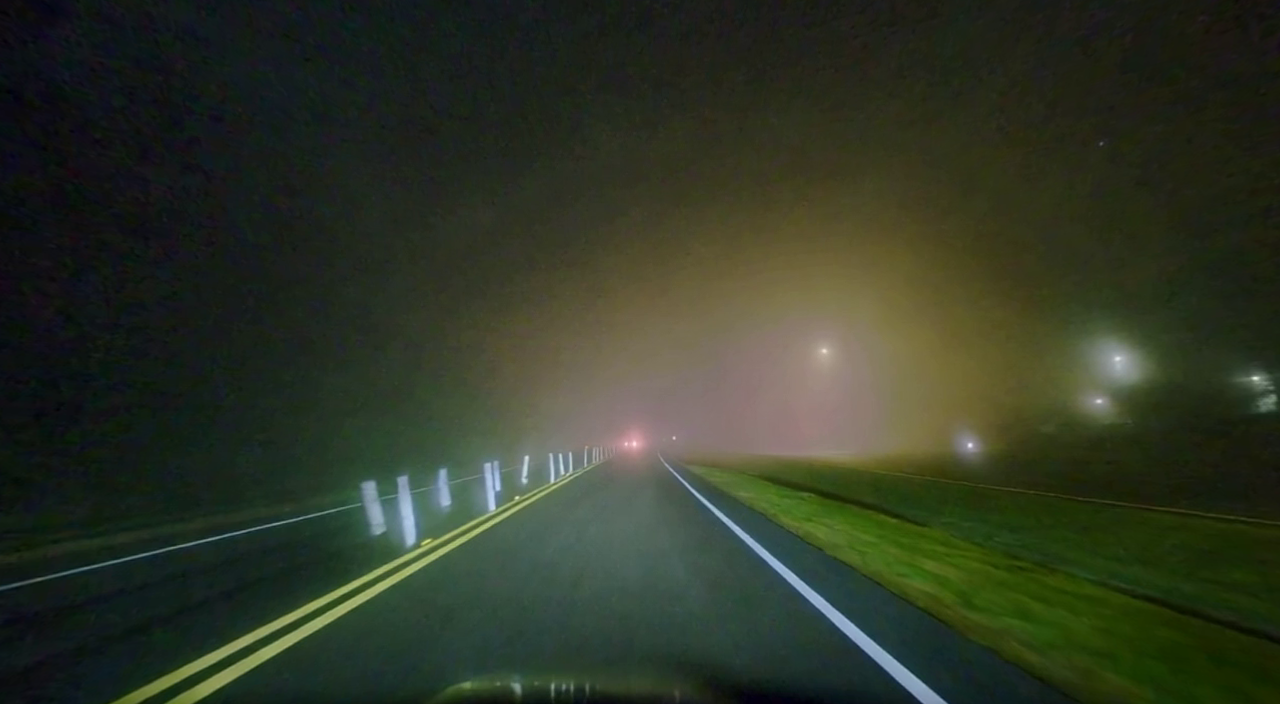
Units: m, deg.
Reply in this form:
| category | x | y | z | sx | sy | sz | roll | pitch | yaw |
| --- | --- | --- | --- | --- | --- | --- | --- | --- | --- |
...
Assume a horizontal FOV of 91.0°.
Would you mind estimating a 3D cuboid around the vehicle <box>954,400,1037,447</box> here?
| category | x | y | z | sx | sy | sz | roll | pitch | yaw |
| --- | --- | --- | --- | --- | --- | --- | --- | --- | --- |
| vehicle | 24.979 | 5.095 | 44.275 | 4.691 | 3.097 | 3.036 | -5 | -9 | 31 |
